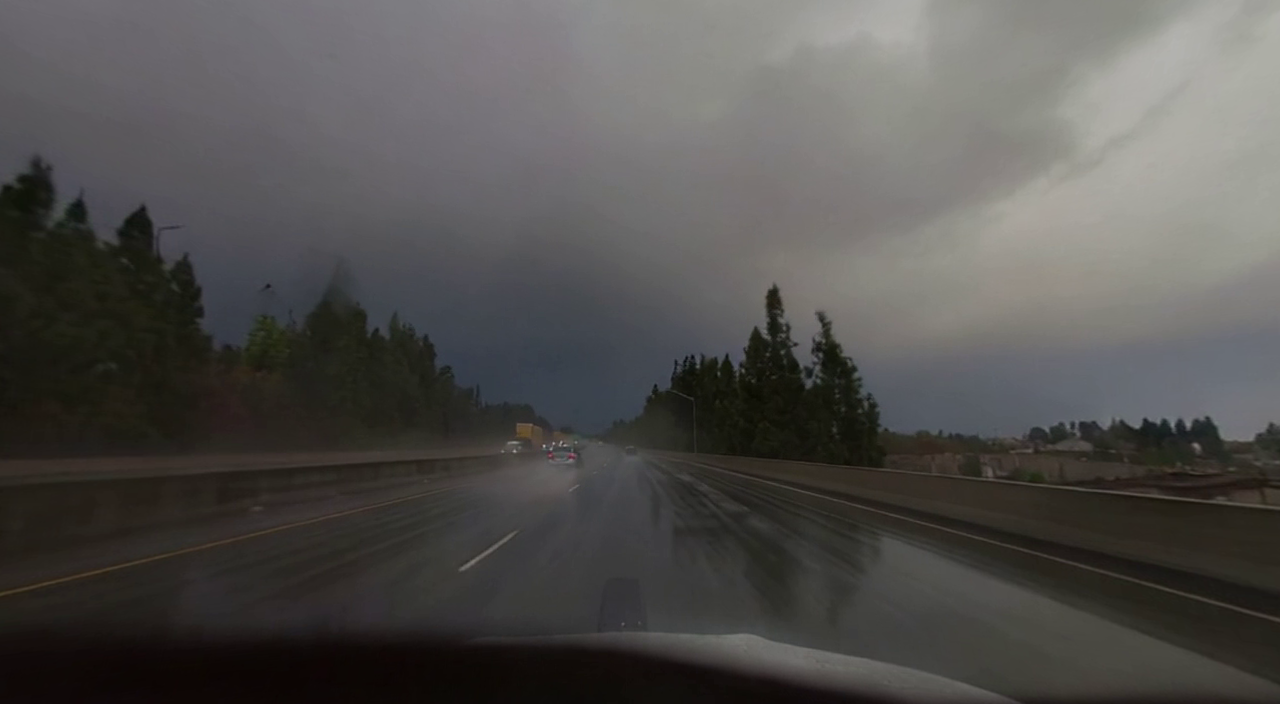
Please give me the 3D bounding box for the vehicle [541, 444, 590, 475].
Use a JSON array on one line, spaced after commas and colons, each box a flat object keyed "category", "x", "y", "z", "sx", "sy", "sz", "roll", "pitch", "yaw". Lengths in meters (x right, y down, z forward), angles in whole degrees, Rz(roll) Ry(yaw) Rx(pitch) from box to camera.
[{"category": "vehicle", "x": -3.950, "y": 5.785, "z": 34.052, "sx": 2.083, "sy": 1.560, "sz": 4.713, "roll": 0, "pitch": -9, "yaw": 0}]
